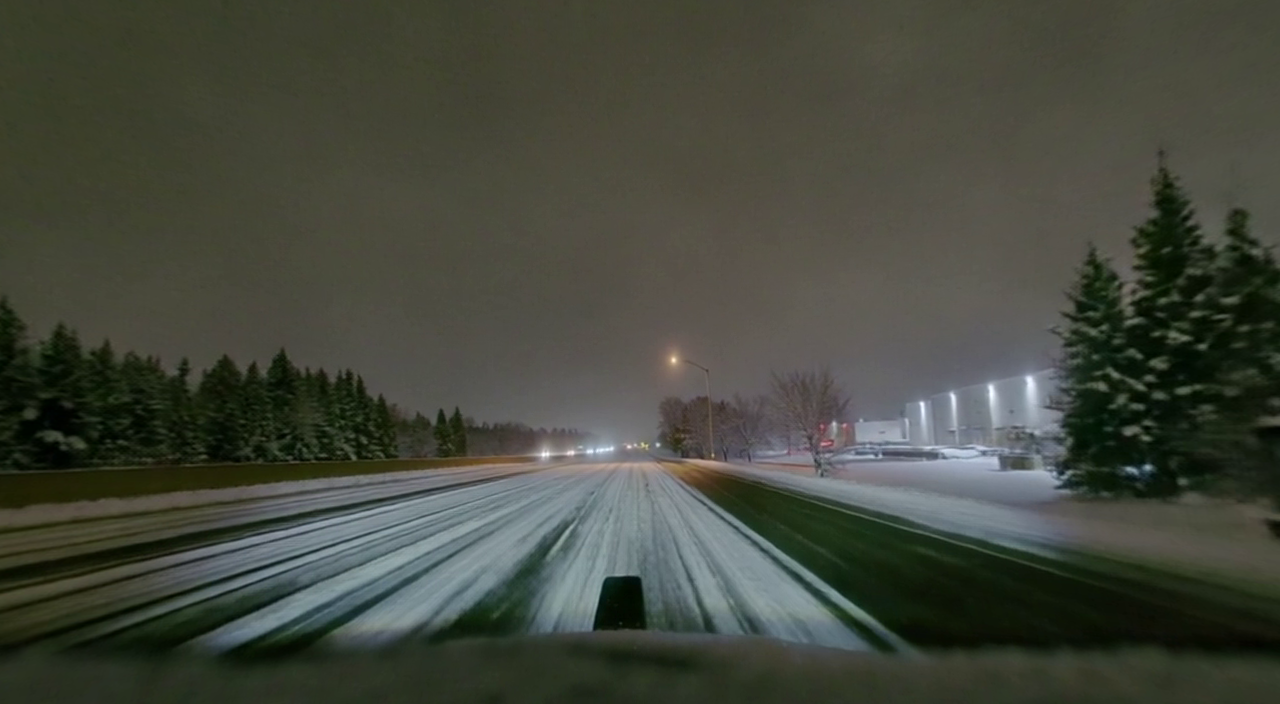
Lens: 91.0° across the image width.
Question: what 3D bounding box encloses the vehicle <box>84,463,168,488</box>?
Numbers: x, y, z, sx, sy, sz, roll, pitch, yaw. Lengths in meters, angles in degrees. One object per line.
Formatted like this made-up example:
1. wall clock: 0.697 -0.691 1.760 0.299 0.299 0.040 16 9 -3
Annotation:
1. vehicle: -35.679 8.570 43.879 1.868 1.518 4.645 0 -9 1
